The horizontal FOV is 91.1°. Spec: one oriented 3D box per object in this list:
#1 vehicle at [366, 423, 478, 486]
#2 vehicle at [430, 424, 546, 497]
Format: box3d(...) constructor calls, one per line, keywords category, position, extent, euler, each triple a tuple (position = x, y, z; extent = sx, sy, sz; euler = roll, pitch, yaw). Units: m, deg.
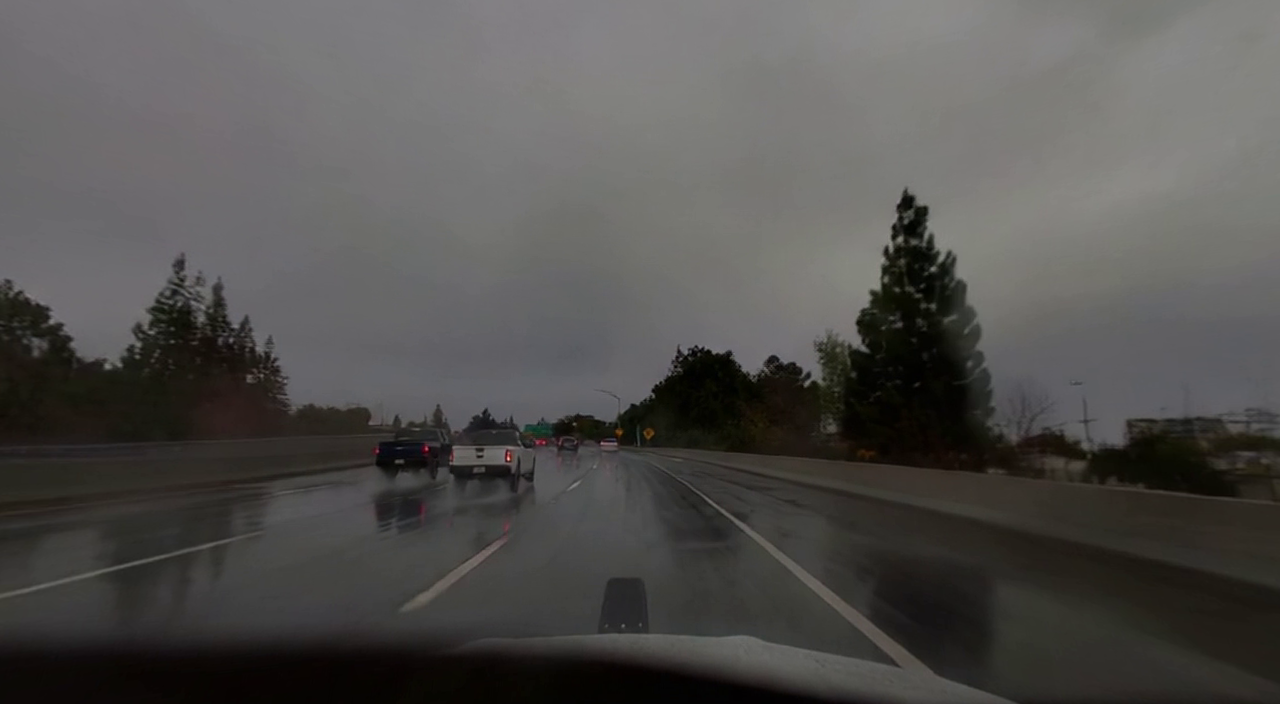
box3d(category="vehicle", position=(-7.552, 3.614, 22.419), extent=(2.160, 1.949, 5.293), euler=(0, -8, -1))
box3d(category="vehicle", position=(-4.187, 3.086, 18.273), extent=(2.142, 1.789, 5.009), euler=(0, -8, 0))
